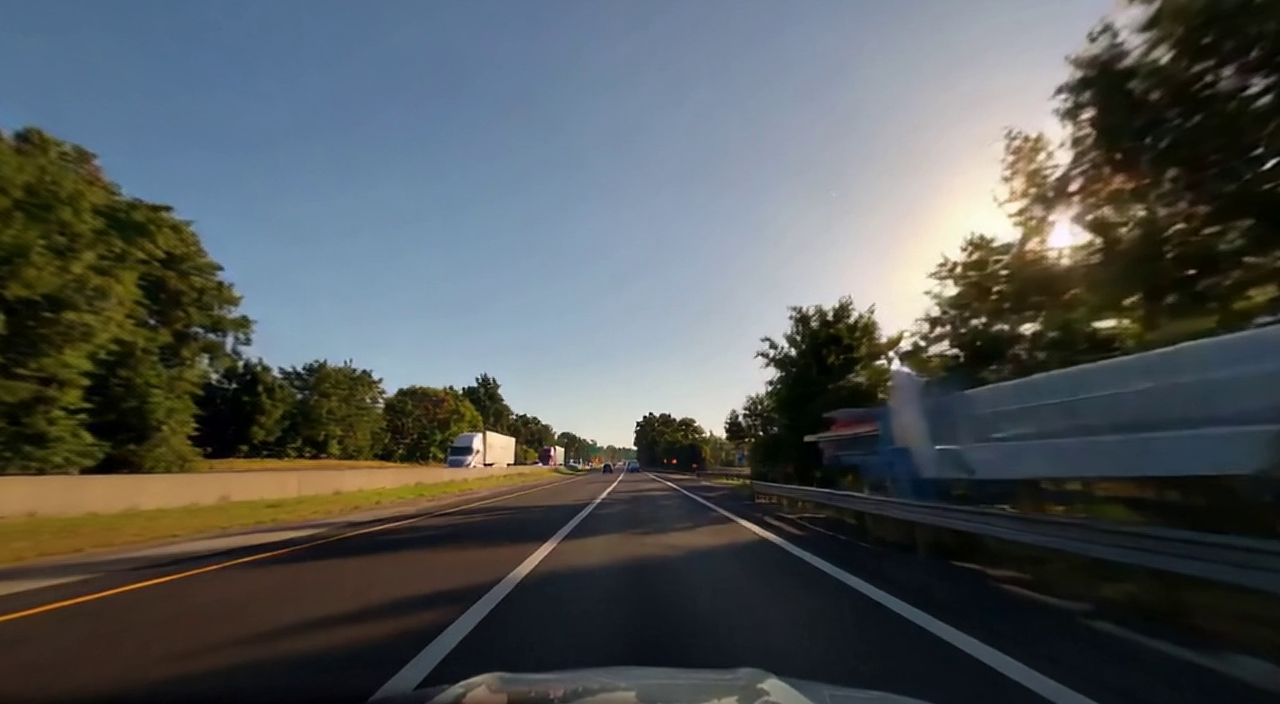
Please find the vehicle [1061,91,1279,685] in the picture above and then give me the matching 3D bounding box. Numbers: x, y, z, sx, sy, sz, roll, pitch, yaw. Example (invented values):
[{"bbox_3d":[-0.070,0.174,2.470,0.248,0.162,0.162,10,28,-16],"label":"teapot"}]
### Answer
[{"bbox_3d":[5.143,0.289,4.446,1.837,3.859,3.230,0,-10,1],"label":"vehicle"}]
